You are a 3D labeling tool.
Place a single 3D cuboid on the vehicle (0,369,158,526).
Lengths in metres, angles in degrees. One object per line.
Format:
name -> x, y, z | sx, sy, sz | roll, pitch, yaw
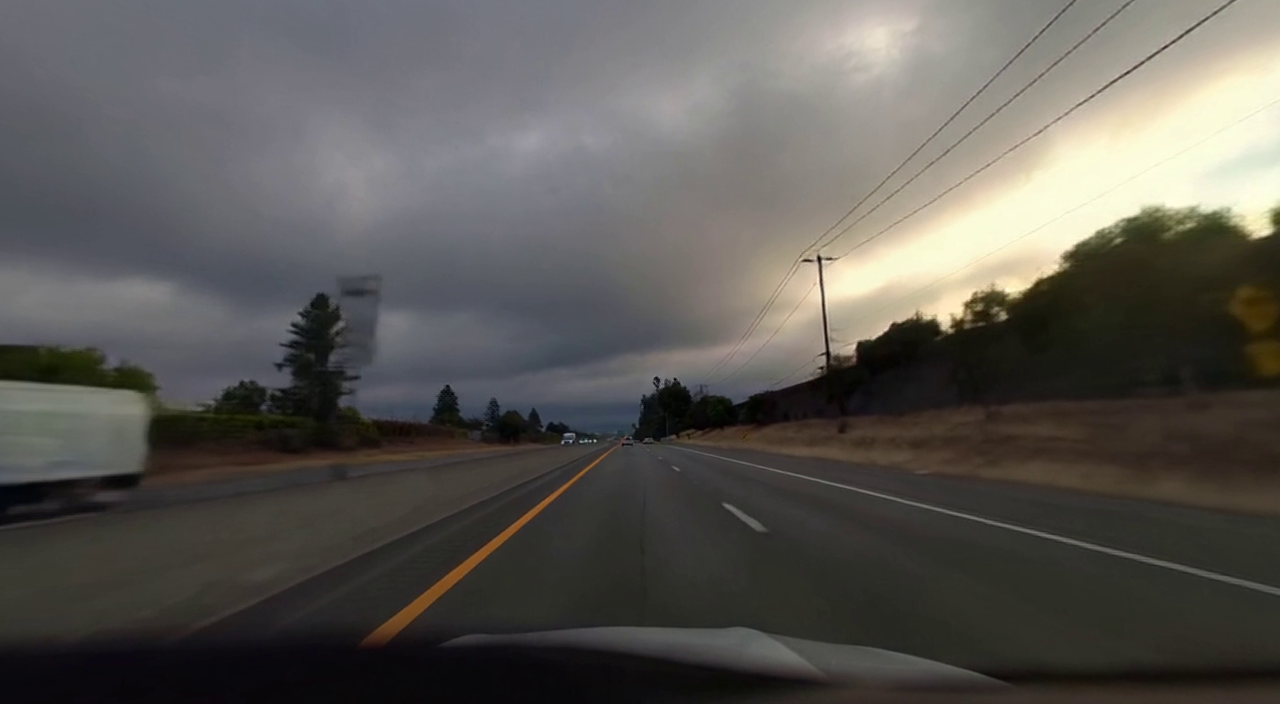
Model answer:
vehicle -> -13.108, 1.805, 11.925 | 2.579, 2.887, 6.759 | 0, -8, 0
